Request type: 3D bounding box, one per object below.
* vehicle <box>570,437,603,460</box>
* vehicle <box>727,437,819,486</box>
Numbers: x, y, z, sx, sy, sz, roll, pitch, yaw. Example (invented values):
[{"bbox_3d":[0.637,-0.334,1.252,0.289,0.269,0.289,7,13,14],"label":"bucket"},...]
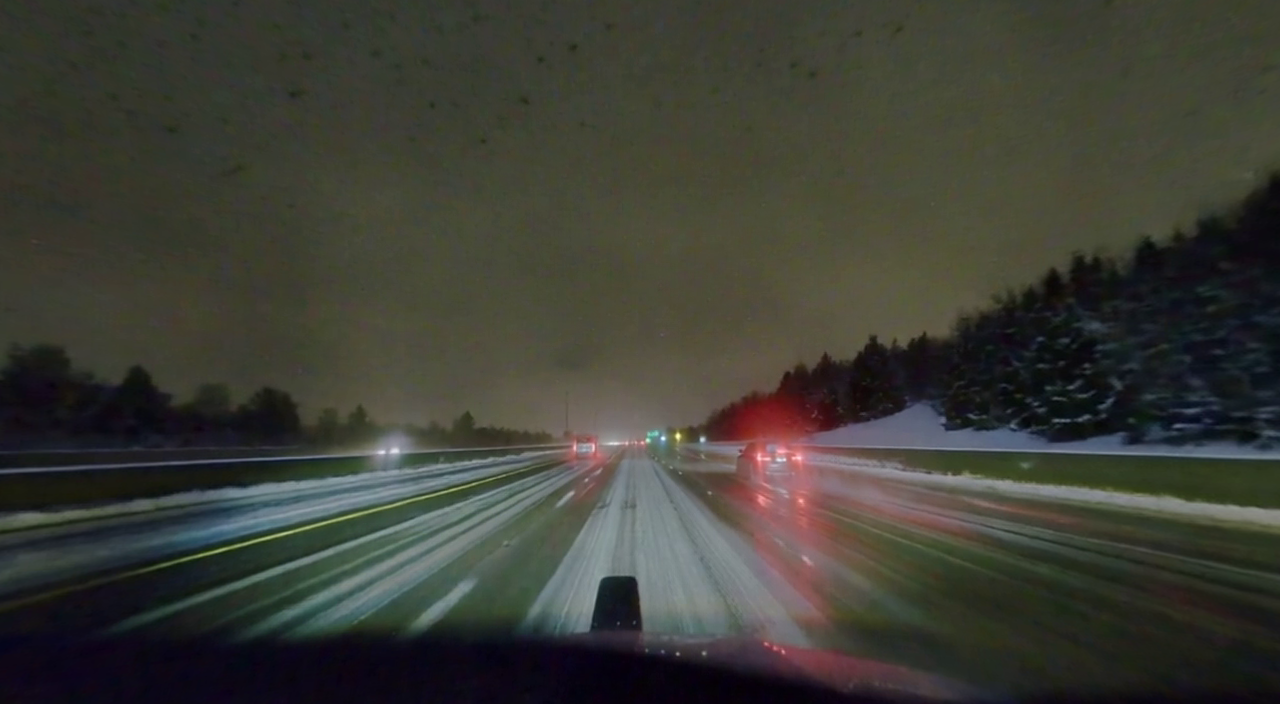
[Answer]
[{"bbox_3d":[-3.919,7.208,47.132,2.048,1.618,4.424,0,-9,0],"label":"vehicle"},{"bbox_3d":[4.411,3.697,21.645,2.060,1.485,4.274,0,-9,-2],"label":"vehicle"}]
